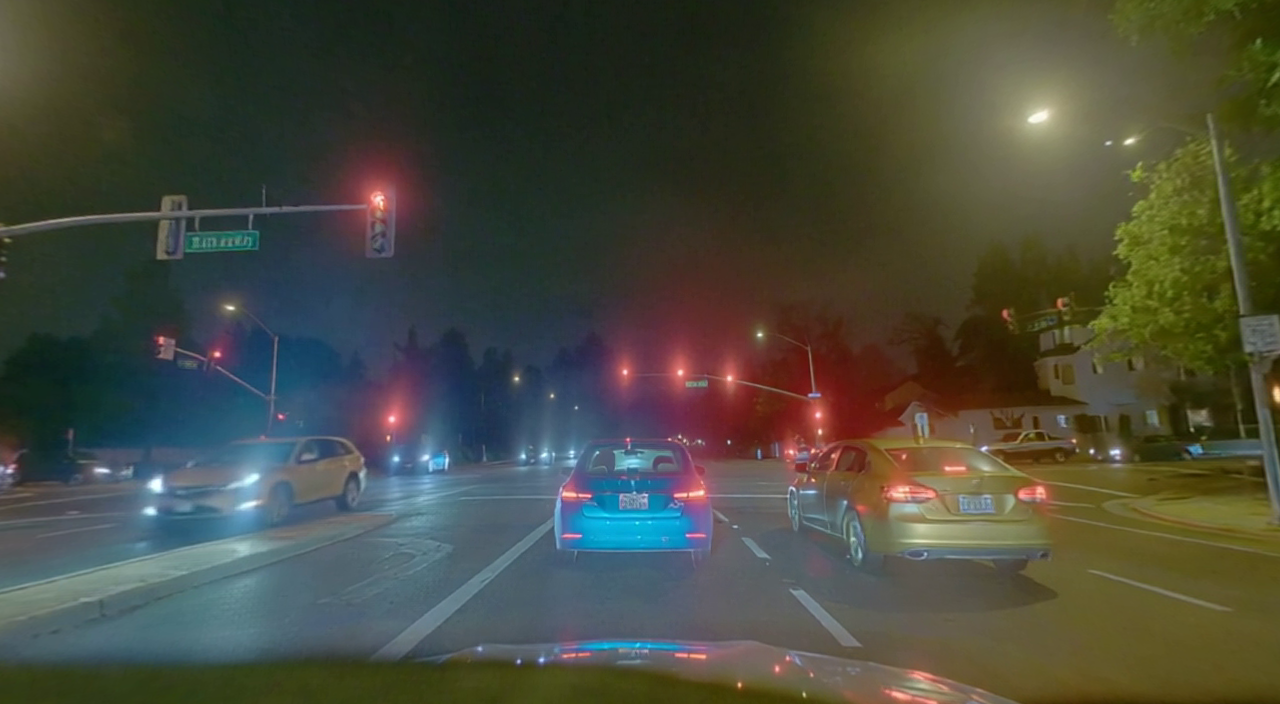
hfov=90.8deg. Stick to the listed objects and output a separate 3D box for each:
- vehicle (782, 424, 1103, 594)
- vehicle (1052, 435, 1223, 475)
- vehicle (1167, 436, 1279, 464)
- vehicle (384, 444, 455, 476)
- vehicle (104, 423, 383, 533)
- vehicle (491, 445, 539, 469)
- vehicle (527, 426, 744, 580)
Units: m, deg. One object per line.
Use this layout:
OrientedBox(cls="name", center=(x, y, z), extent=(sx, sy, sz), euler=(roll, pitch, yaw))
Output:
OrientedBox(cls="vehicle", center=(3.172, 1.712, 7.756), extent=(1.913, 1.505, 4.097), euler=(0, -8, 0))
OrientedBox(cls="vehicle", center=(21.043, 4.396, 26.961), extent=(5.159, 1.600, 2.329), euler=(-1, -9, 5))
OrientedBox(cls="vehicle", center=(31.163, 5.213, 33.642), extent=(4.489, 1.432, 1.790), euler=(0, -9, 0))
OrientedBox(cls="vehicle", center=(-11.463, 5.625, 33.184), extent=(2.125, 1.476, 4.385), euler=(-2, -8, 1))
OrientedBox(cls="vehicle", center=(-7.512, 2.433, 12.864), extent=(2.383, 1.779, 4.973), euler=(0, -8, 1))
OrientedBox(cls="vehicle", center=(-7.568, 6.422, 38.739), extent=(2.040, 1.374, 4.150), euler=(0, -8, 1))
OrientedBox(cls="vehicle", center=(-0.062, 1.779, 8.260), extent=(2.103, 1.478, 4.073), euler=(0, -8, -1))
